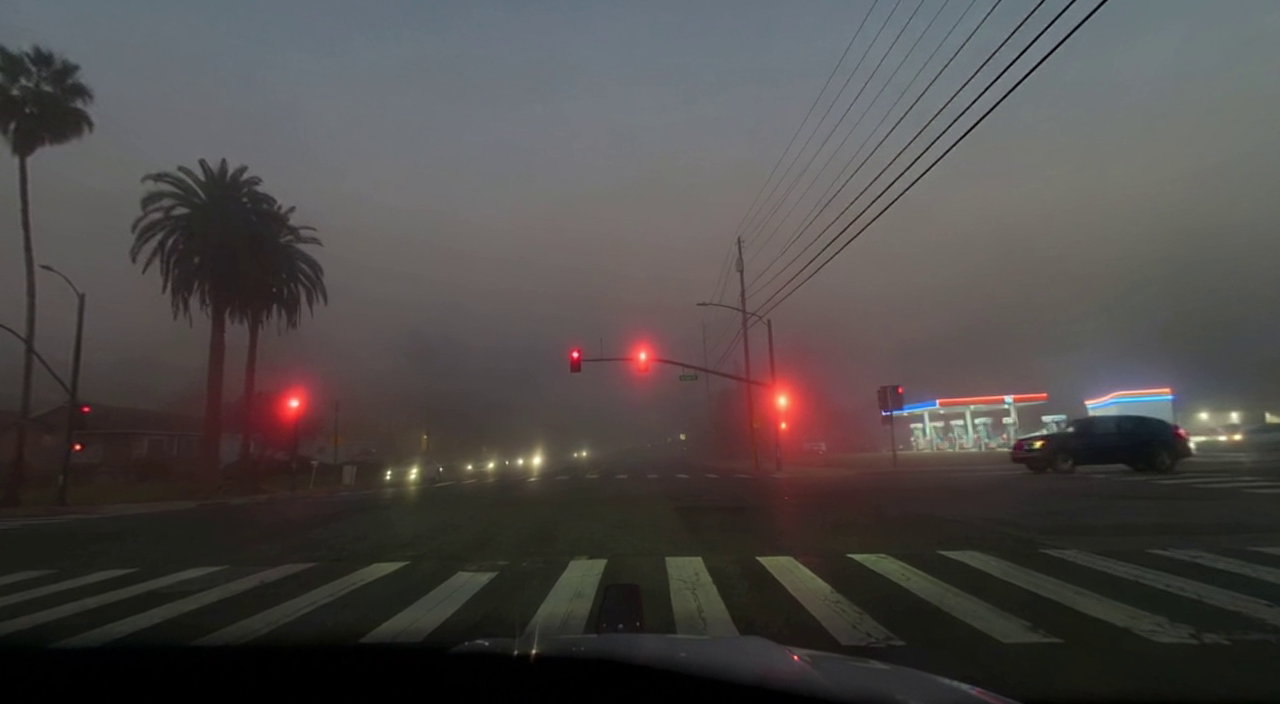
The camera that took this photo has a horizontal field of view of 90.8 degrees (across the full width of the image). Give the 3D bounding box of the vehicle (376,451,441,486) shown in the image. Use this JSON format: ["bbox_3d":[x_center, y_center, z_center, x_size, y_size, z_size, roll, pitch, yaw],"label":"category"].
[{"bbox_3d":[-13.052,6.554,35.945,2.009,1.777,4.559,0,-9,-1],"label":"vehicle"}]

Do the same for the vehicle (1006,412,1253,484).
[{"bbox_3d":[13.091,2.588,17.137,5.086,1.817,1.952,0,-9,-3],"label":"vehicle"}]

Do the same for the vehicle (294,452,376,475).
[{"bbox_3d":[-20.949,7.670,43.514,4.672,1.469,1.816,-1,-9,-2],"label":"vehicle"}]
